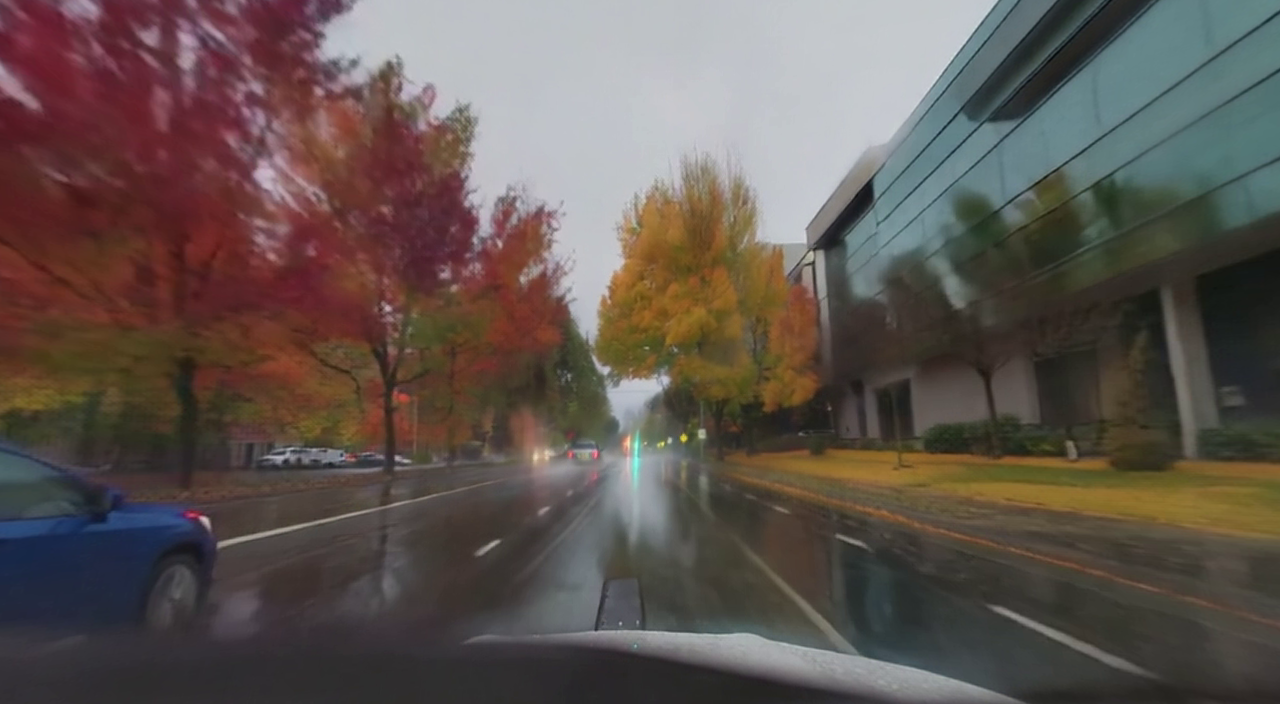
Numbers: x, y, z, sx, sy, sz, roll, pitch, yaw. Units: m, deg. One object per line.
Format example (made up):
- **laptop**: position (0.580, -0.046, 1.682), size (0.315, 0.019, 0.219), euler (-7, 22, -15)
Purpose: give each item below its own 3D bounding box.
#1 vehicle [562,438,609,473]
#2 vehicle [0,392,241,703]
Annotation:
- **vehicle**: position (-2.954, 5.768, 35.159), size (2.112, 1.779, 4.489), euler (0, -9, 2)
- **vehicle**: position (-3.812, 0.856, 2.221), size (1.923, 1.528, 4.309), euler (0, -9, 1)
